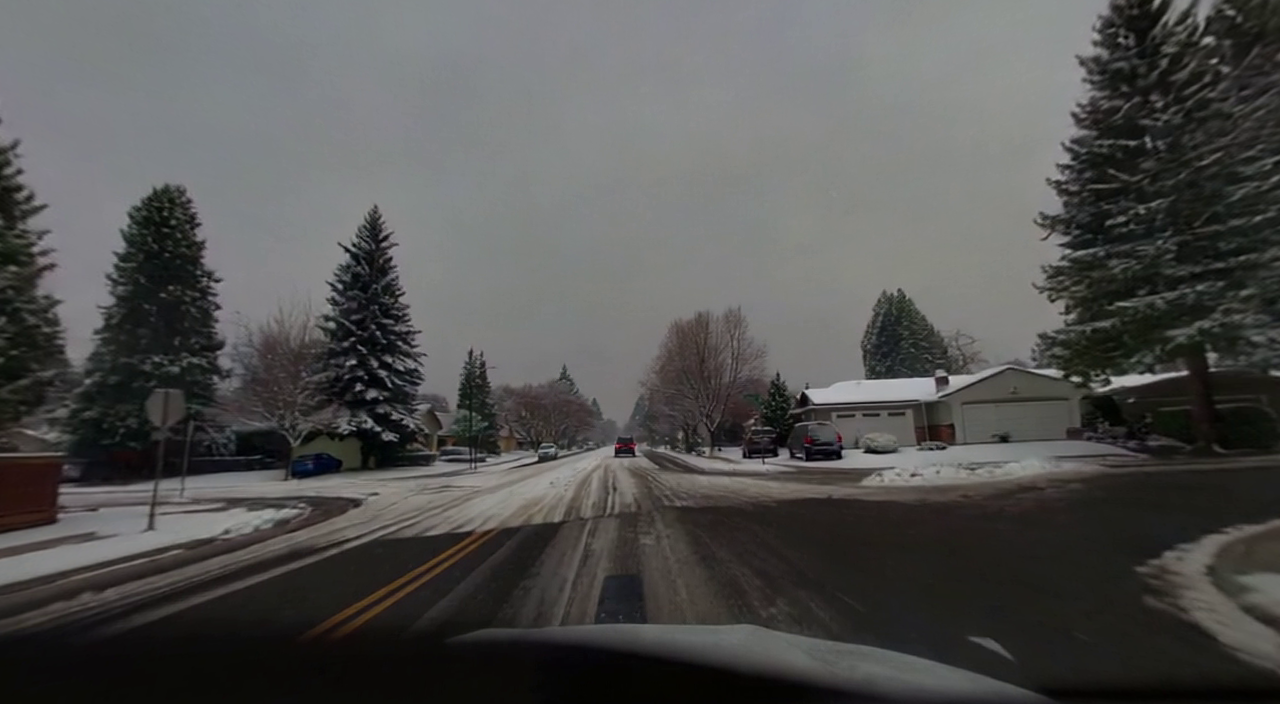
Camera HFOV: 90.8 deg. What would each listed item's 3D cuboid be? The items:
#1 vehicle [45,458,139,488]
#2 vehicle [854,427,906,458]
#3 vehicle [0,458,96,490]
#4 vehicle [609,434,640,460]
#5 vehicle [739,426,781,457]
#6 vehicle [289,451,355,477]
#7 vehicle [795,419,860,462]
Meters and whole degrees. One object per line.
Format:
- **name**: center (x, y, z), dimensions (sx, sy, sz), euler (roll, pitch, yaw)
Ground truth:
- **vehicle**: center (-33.714, 7.425, 39.052), dimensions (1.978, 1.666, 4.230), euler (0, -8, 0)
- **vehicle**: center (12.714, 4.814, 33.677), dimensions (1.972, 1.528, 3.891), euler (-2, -9, 13)
- **vehicle**: center (-36.523, 7.528, 39.101), dimensions (2.016, 1.746, 4.125), euler (0, -8, -1)
- **vehicle**: center (-1.063, 6.820, 45.403), dimensions (2.116, 1.711, 4.155), euler (0, -8, -1)
- **vehicle**: center (7.582, 5.721, 40.280), dimensions (2.130, 1.836, 4.464), euler (-1, -8, 5)
- **vehicle**: center (-20.205, 7.139, 40.378), dimensions (1.917, 1.499, 4.569), euler (0, -8, 0)
- **vehicle**: center (9.390, 4.522, 32.098), dimensions (2.333, 1.933, 5.662), euler (-1, -8, 8)
